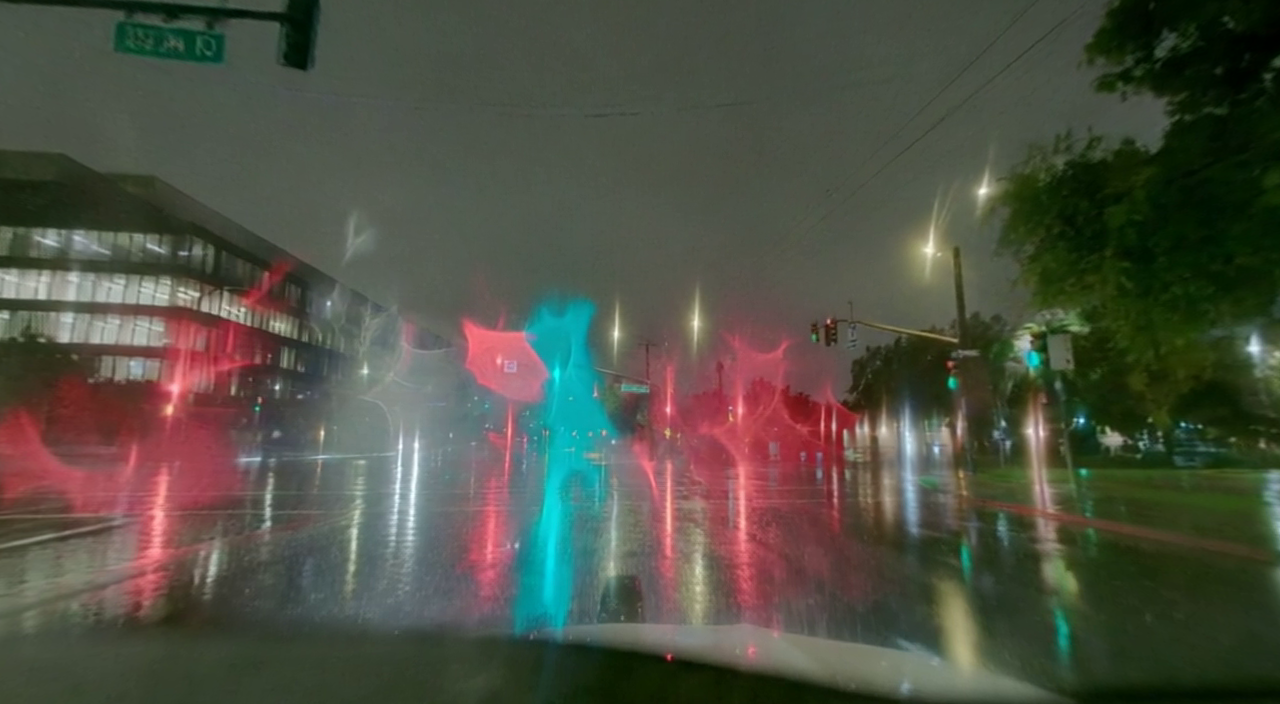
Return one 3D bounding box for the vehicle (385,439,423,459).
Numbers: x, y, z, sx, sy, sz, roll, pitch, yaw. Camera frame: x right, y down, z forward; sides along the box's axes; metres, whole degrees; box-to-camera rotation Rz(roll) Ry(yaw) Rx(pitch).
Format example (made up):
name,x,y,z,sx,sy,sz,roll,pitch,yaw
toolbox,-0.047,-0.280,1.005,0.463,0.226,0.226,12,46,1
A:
name,x,y,z,sx,sy,sz,roll,pitch,yaw
vehicle,-18.157,7.492,48.821,1.969,1.464,4.485,1,-9,-10
